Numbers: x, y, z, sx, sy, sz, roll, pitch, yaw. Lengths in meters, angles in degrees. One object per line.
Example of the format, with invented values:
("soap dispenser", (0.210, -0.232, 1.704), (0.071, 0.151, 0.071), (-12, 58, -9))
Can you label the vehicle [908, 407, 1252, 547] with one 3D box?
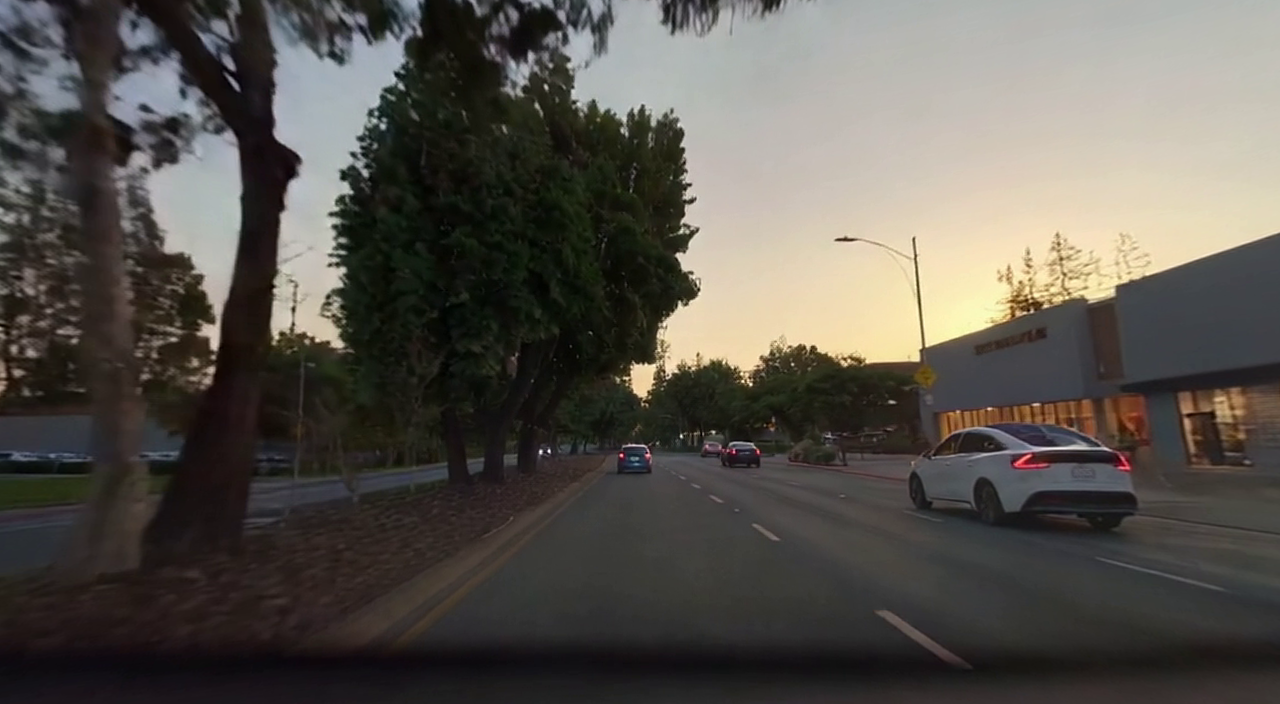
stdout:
("vehicle", (7.308, 2.152, 11.641), (2.240, 1.923, 5.678), (0, -8, 0))

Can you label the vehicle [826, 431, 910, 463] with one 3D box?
("vehicle", (17.762, 7.437, 49.527), (2.395, 2.336, 5.803), (5, -10, -32))

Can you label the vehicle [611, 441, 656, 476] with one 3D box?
("vehicle", (-0.325, 5.113, 30.515), (2.037, 1.568, 3.693), (0, -8, -1))

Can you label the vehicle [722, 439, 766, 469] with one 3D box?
("vehicle", (6.591, 6.527, 40.590), (1.955, 1.845, 4.538), (0, -8, -1))
